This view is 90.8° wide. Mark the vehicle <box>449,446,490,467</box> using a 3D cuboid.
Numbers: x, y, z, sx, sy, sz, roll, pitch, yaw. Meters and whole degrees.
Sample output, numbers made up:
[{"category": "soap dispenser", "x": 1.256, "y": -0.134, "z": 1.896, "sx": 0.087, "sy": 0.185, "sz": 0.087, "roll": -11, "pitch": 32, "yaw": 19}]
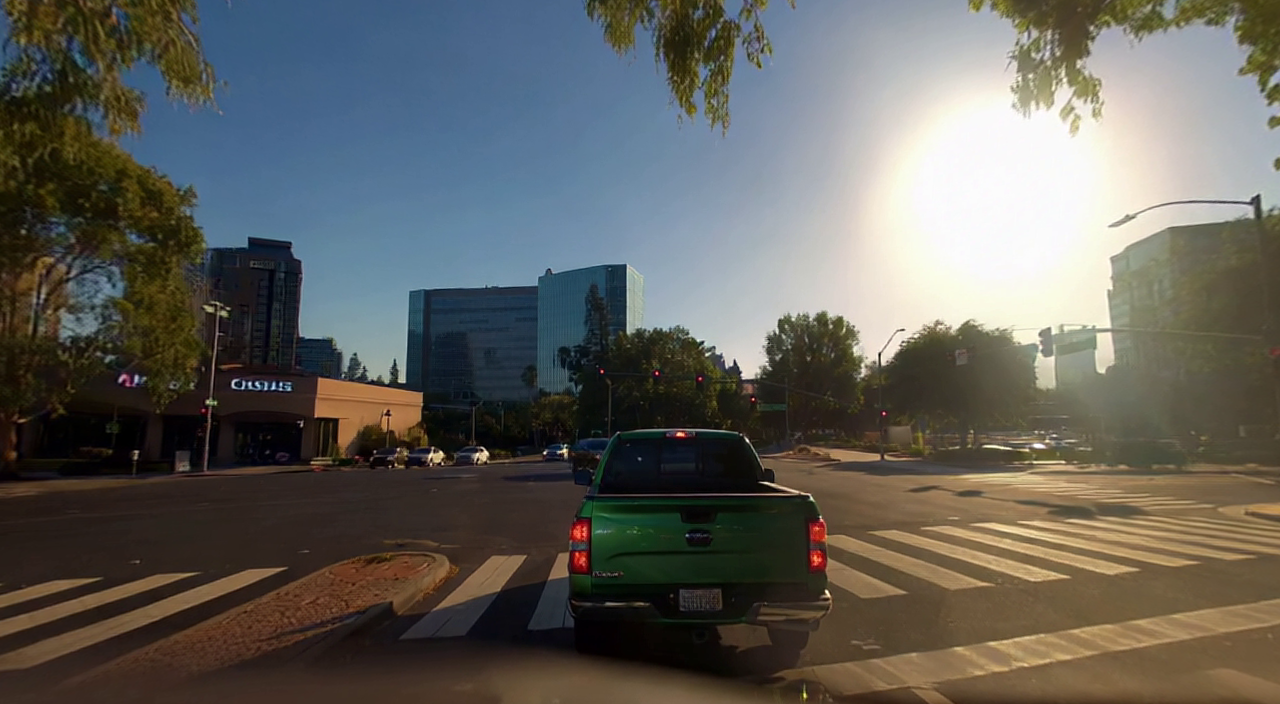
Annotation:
[{"category": "vehicle", "x": -12.619, "y": 7.762, "z": 47.093, "sx": 1.946, "sy": 1.474, "sz": 4.008, "roll": 0, "pitch": -9, "yaw": 0}]

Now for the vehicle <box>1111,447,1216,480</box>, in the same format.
[{"category": "vehicle", "x": 25.846, "y": 5.463, "z": 31.175, "sx": 4.658, "sy": 1.478, "sz": 1.946, "roll": 4, "pitch": -9, "yaw": -24}]

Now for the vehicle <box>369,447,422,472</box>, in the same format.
[{"category": "vehicle", "x": -16.245, "y": 7.139, "z": 42.242, "sx": 1.883, "sy": 1.586, "sz": 4.297, "roll": 0, "pitch": -9, "yaw": -1}]

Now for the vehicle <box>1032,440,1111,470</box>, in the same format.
[{"category": "vehicle", "x": 26.349, "y": 6.265, "z": 38.553, "sx": 4.541, "sy": 1.731, "sz": 2.007, "roll": 5, "pitch": -10, "yaw": -28}]

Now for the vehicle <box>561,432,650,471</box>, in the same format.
[{"category": "vehicle", "x": -1.979, "y": 5.342, "z": 34.122, "sx": 2.289, "sy": 1.927, "sz": 5.667, "roll": 5, "pitch": -10, "yaw": -32}]
